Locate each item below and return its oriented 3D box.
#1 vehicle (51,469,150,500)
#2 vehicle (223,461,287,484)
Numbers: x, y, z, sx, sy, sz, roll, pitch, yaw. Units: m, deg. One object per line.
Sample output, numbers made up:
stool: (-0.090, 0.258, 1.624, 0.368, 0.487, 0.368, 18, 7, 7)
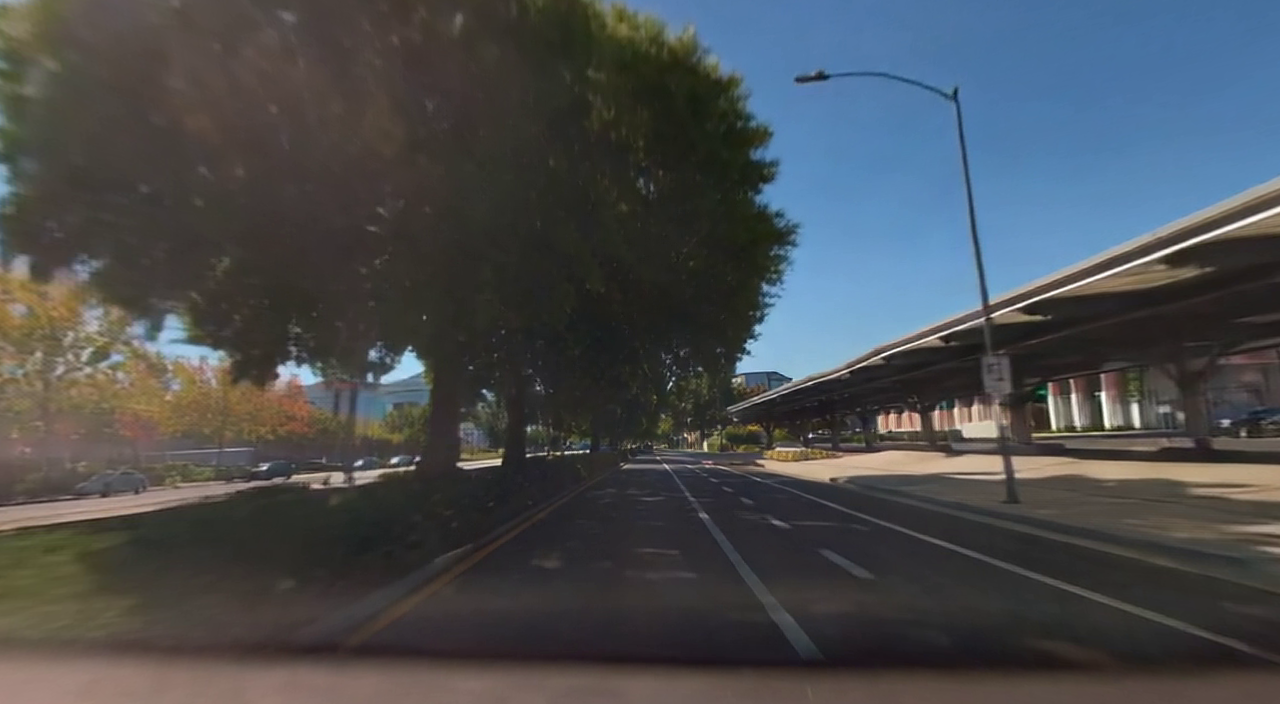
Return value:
vehicle: (-29.867, 7.312, 35.072, 1.773, 1.468, 4.176, 0, -9, 0)
vehicle: (-29.818, 9.321, 48.968, 1.894, 1.552, 4.677, 0, -9, 2)
